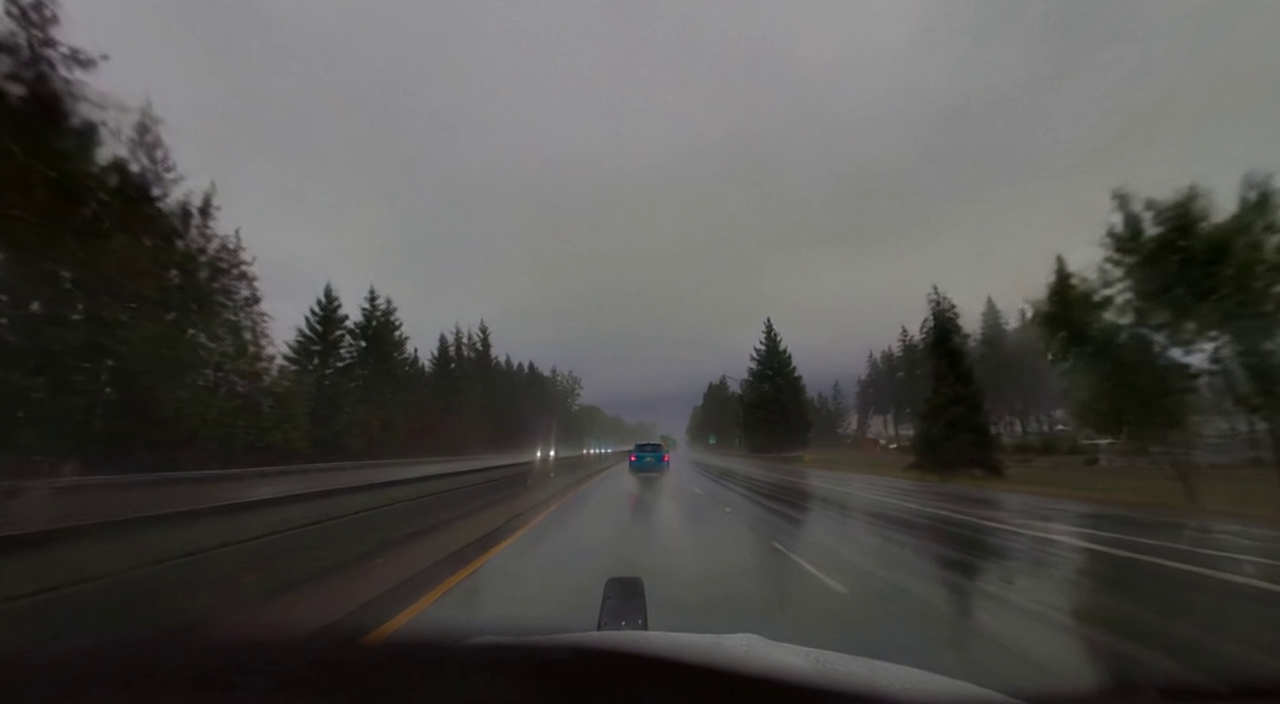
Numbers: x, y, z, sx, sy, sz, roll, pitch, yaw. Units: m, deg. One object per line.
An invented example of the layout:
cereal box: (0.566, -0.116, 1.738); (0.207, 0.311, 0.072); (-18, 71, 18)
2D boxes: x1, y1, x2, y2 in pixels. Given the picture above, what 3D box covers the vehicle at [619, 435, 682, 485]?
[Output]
vehicle: (0.379, 4.141, 24.395); (2.190, 1.706, 4.062); (-1, -9, 0)
